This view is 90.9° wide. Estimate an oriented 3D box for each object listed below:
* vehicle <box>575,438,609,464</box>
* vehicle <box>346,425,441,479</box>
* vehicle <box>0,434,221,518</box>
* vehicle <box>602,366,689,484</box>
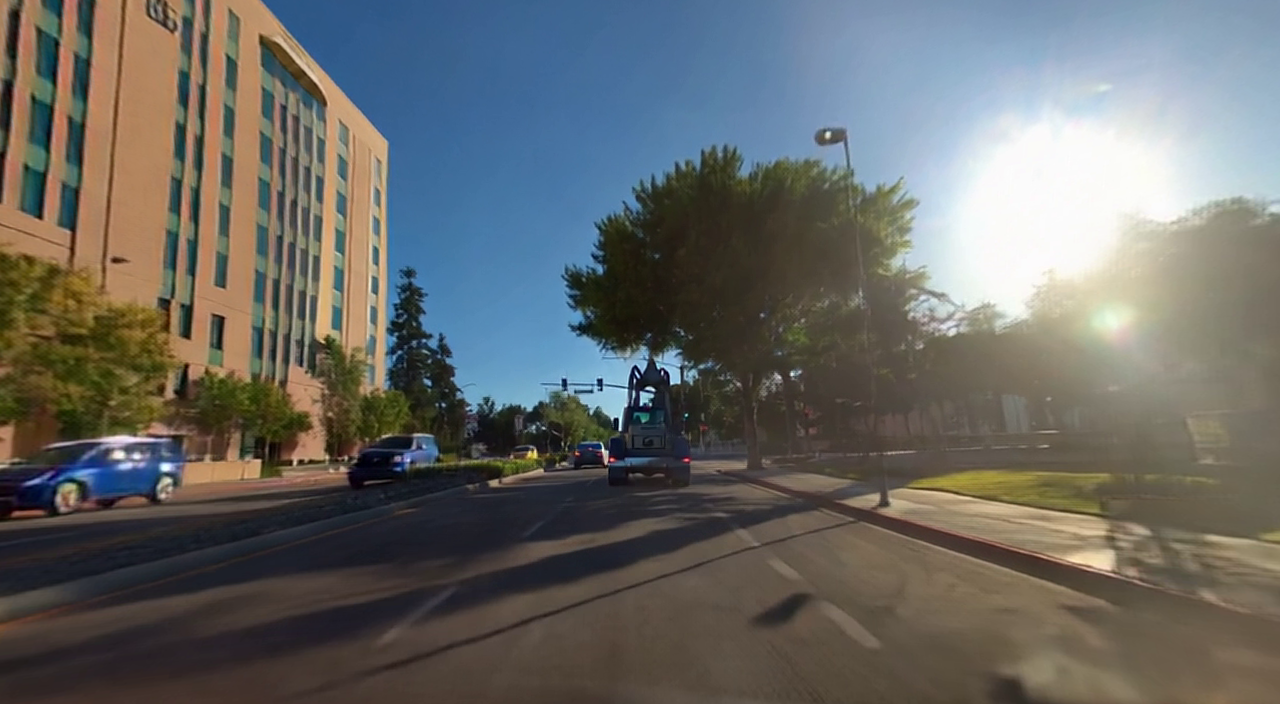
[{"bbox_3d":[-3.271,6.883,43.804,2.081,1.688,4.235,0,-9,0],"label":"vehicle"},{"bbox_3d":[-12.164,4.999,31.718,2.404,2.444,5.799,0,-9,0],"label":"vehicle"},{"bbox_3d":[-15.176,3.377,17.939,2.225,1.946,6.187,0,-9,1],"label":"vehicle"},{"bbox_3d":[0.194,2.989,24.321,2.552,3.461,11.044,-1,-9,0],"label":"vehicle"}]
